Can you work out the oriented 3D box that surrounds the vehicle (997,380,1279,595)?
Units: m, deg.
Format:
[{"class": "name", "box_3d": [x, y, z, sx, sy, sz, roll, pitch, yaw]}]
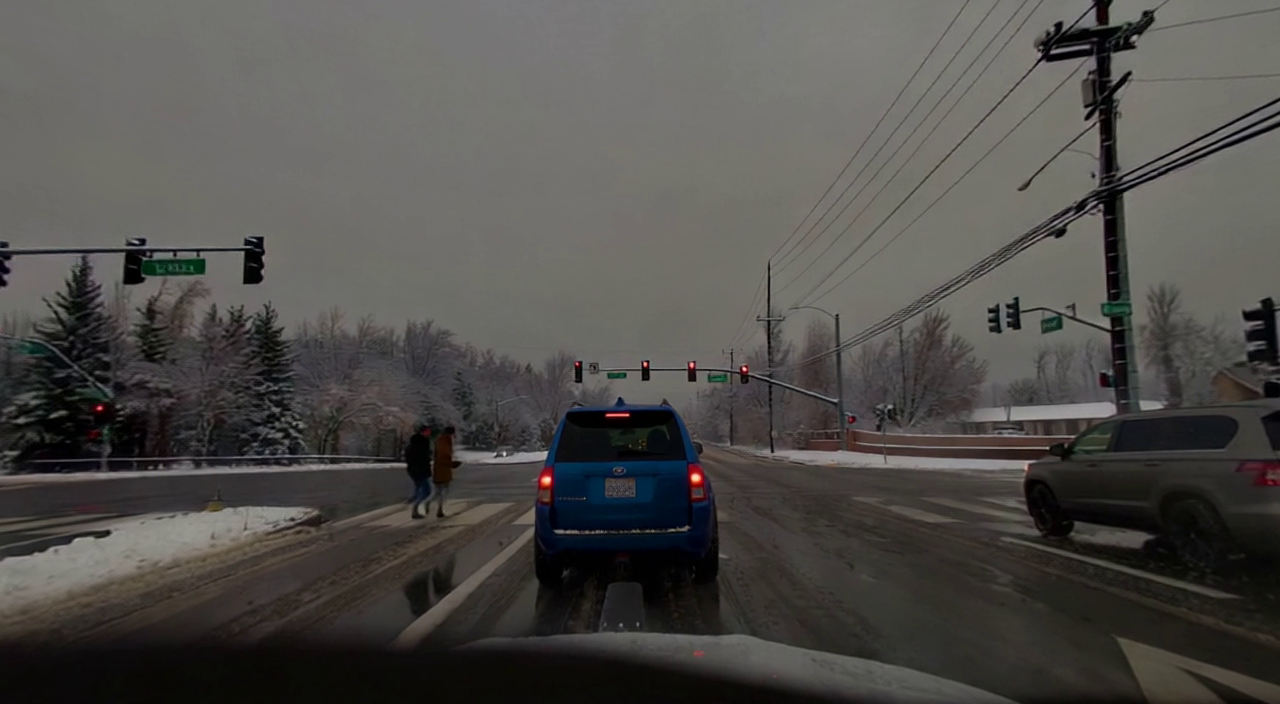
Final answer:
[{"class": "vehicle", "box_3d": [6.572, 1.433, 7.235, 2.119, 1.827, 4.806, 0, -9, 0]}]

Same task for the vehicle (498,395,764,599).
[{"class": "vehicle", "box_3d": [-0.111, 1.567, 7.642, 2.285, 1.729, 4.252, 0, -9, -1]}]
